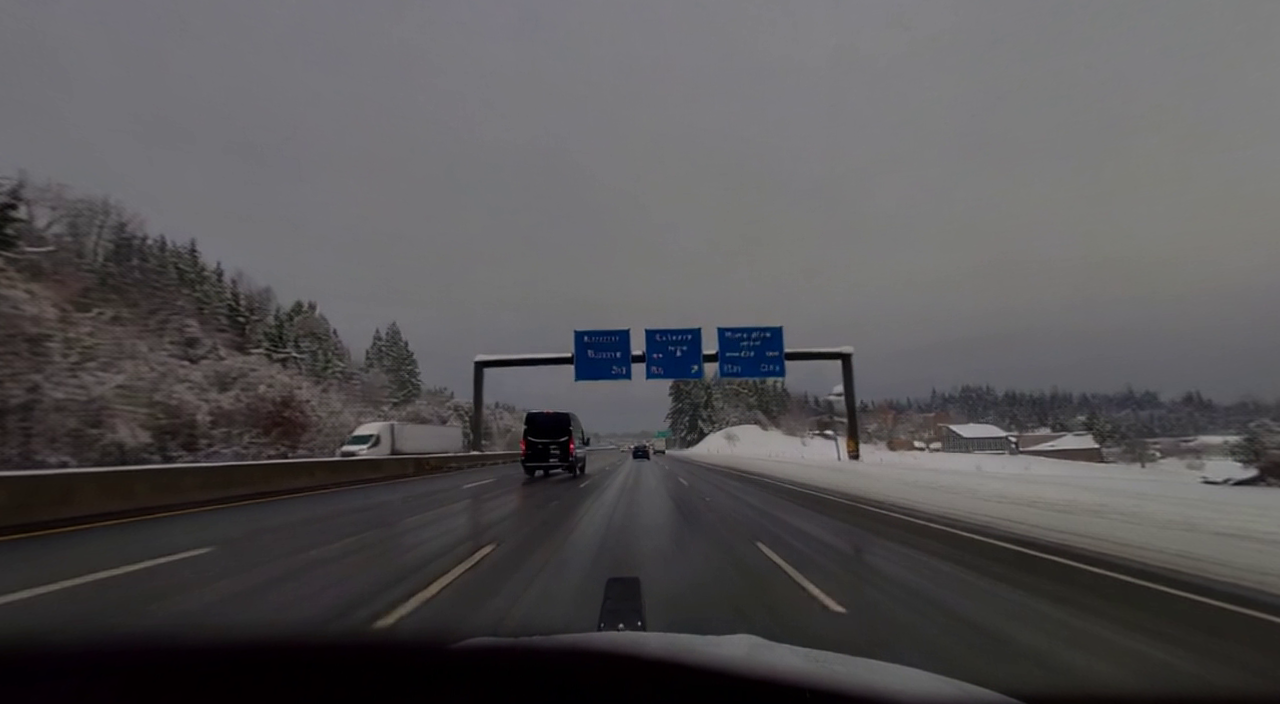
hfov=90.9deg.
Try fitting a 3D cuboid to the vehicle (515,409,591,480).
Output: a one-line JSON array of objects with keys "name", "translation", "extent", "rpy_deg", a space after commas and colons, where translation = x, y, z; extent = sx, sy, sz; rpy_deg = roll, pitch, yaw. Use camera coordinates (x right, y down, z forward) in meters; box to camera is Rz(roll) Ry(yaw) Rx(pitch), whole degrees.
[{"name": "vehicle", "translation": [-3.600, 4.011, 27.309], "extent": [2.382, 2.736, 5.982], "rpy_deg": [0, -9, 0]}]

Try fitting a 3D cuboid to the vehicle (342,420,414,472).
[{"name": "vehicle", "translation": [-20.342, 7.375, 49.352], "extent": [2.966, 3.817, 5.992], "rpy_deg": [0, -9, 0]}]

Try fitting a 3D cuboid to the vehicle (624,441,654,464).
[{"name": "vehicle", "translation": [-0.059, 7.780, 48.740], "extent": [2.183, 1.662, 3.968], "rpy_deg": [0, -9, 0]}]
